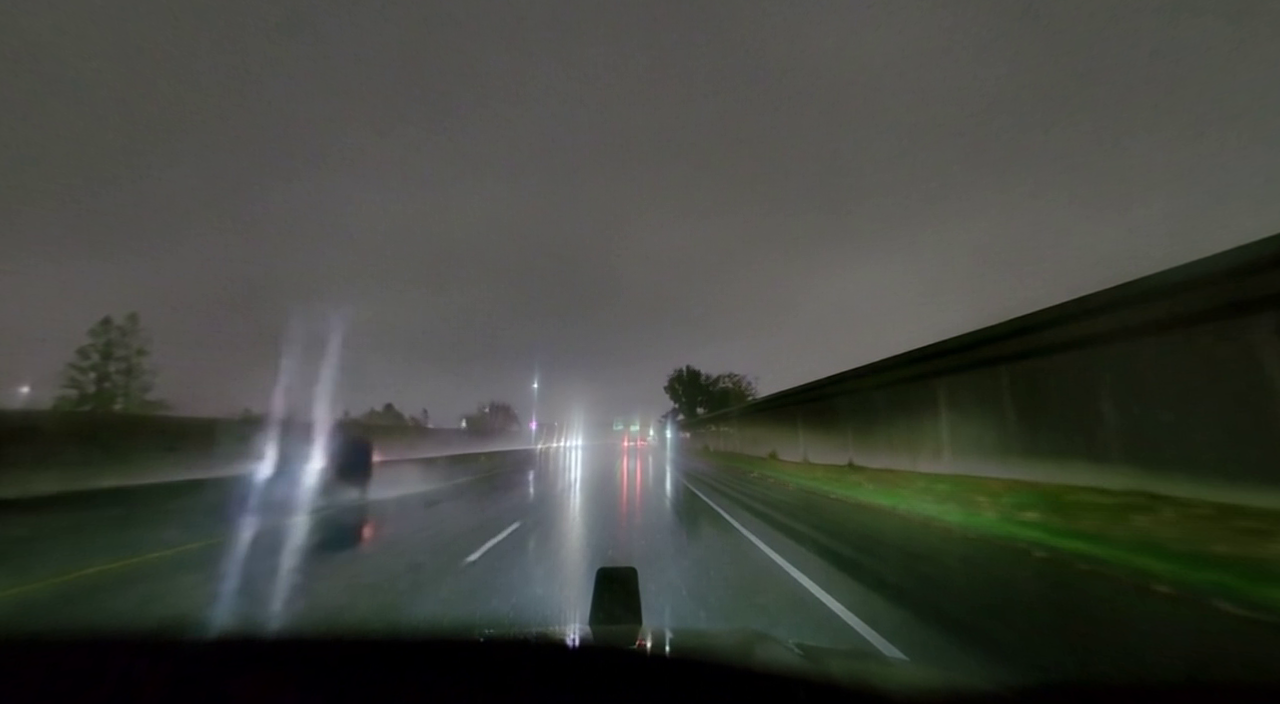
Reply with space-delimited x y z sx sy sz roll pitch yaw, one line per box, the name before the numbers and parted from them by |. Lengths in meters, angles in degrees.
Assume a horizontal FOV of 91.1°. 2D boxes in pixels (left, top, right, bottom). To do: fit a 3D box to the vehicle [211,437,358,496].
vehicle | -10.297 3.296 18.631 1.889 1.554 4.163 0 -8 0
